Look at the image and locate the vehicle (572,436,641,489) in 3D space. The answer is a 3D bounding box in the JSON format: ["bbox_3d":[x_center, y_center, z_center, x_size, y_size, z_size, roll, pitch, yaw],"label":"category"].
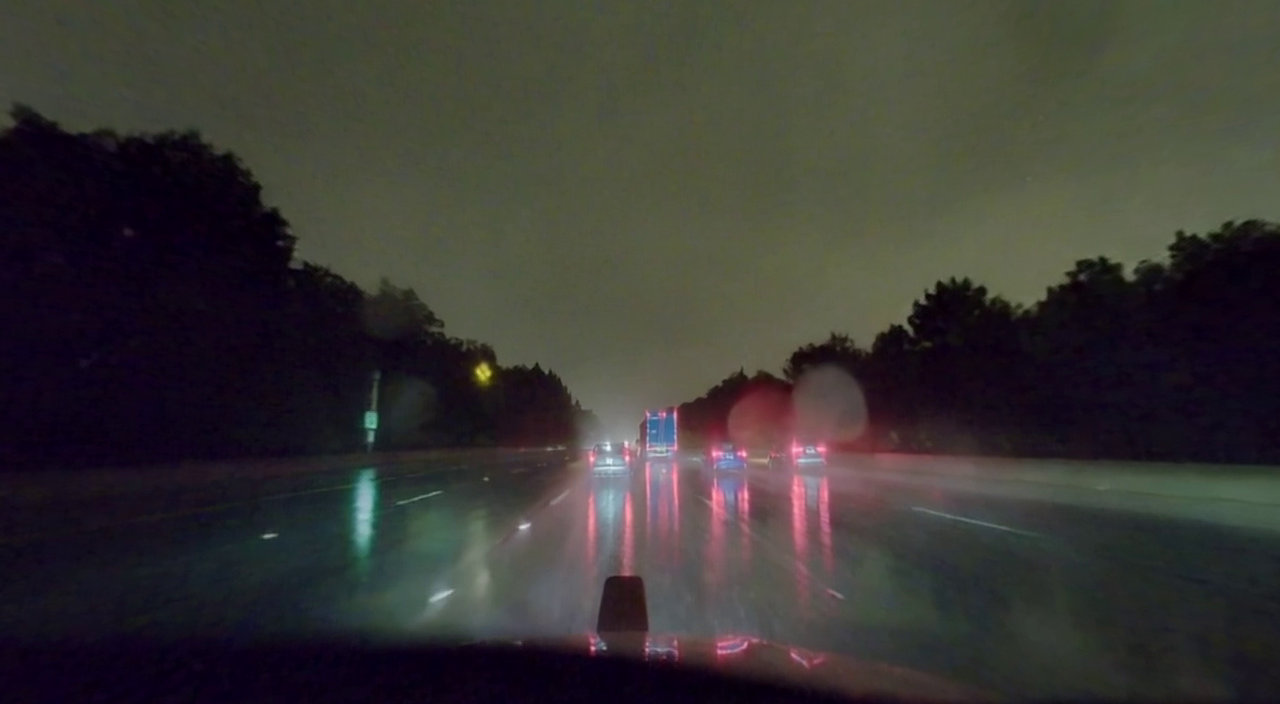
[{"bbox_3d":[-0.977,3.556,20.561,2.020,1.516,3.951,-1,-9,0],"label":"vehicle"}]

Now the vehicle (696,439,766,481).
[{"bbox_3d":[3.428,4.155,24.591,1.971,1.472,4.301,0,-9,-2],"label":"vehicle"}]
